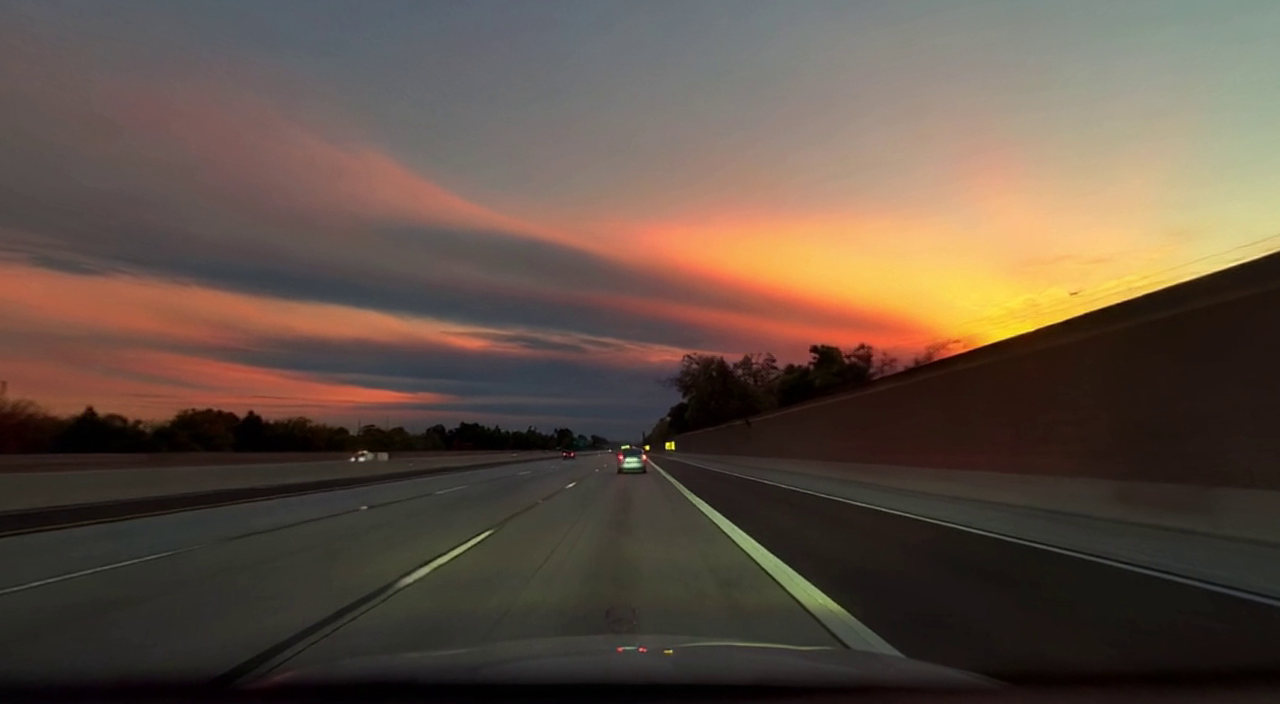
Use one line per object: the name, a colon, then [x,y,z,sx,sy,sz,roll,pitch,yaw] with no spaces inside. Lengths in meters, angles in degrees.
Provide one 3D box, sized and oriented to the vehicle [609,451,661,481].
vehicle: [-0.286,5.709,31.783,2.398,1.336,5.698,0,-9,-1]
